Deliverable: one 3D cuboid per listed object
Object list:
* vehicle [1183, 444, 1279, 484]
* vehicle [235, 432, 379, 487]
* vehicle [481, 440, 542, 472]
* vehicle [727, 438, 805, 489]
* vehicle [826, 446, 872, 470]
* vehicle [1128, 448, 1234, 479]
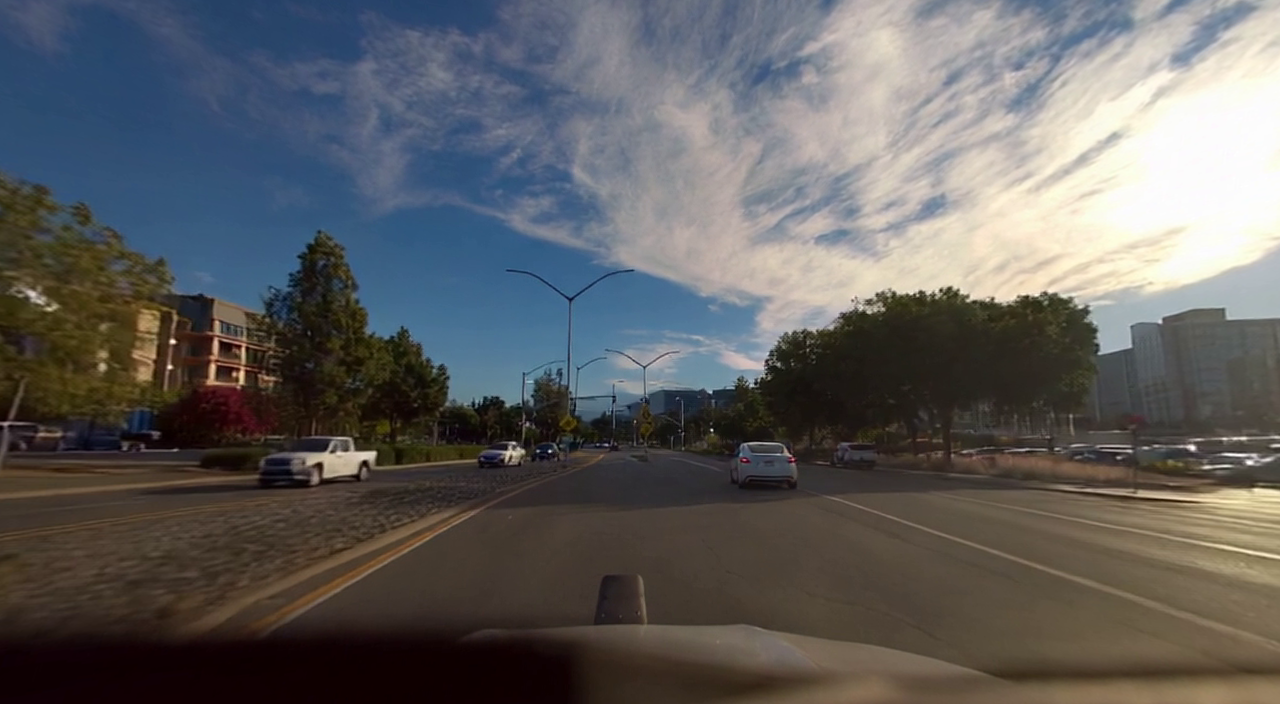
[{"bbox_3d":[28.096,5.151,29.310,4.544,1.677,1.963,2,-7,-16],"label":"vehicle"},{"bbox_3d":[-10.592,3.446,20.516,1.990,1.581,4.706,0,-9,2],"label":"vehicle"},{"bbox_3d":[-6.870,5.595,34.084,1.873,1.625,4.104,-1,-9,8],"label":"vehicle"},{"bbox_3d":[4.343,3.893,22.389,2.145,1.603,4.369,0,-9,4],"label":"vehicle"},{"bbox_3d":[13.713,6.947,41.485,1.928,1.488,4.361,-1,-9,5],"label":"vehicle"},{"bbox_3d":[27.328,5.593,31.825,4.327,1.466,1.787,2,-8,-14],"label":"vehicle"}]
